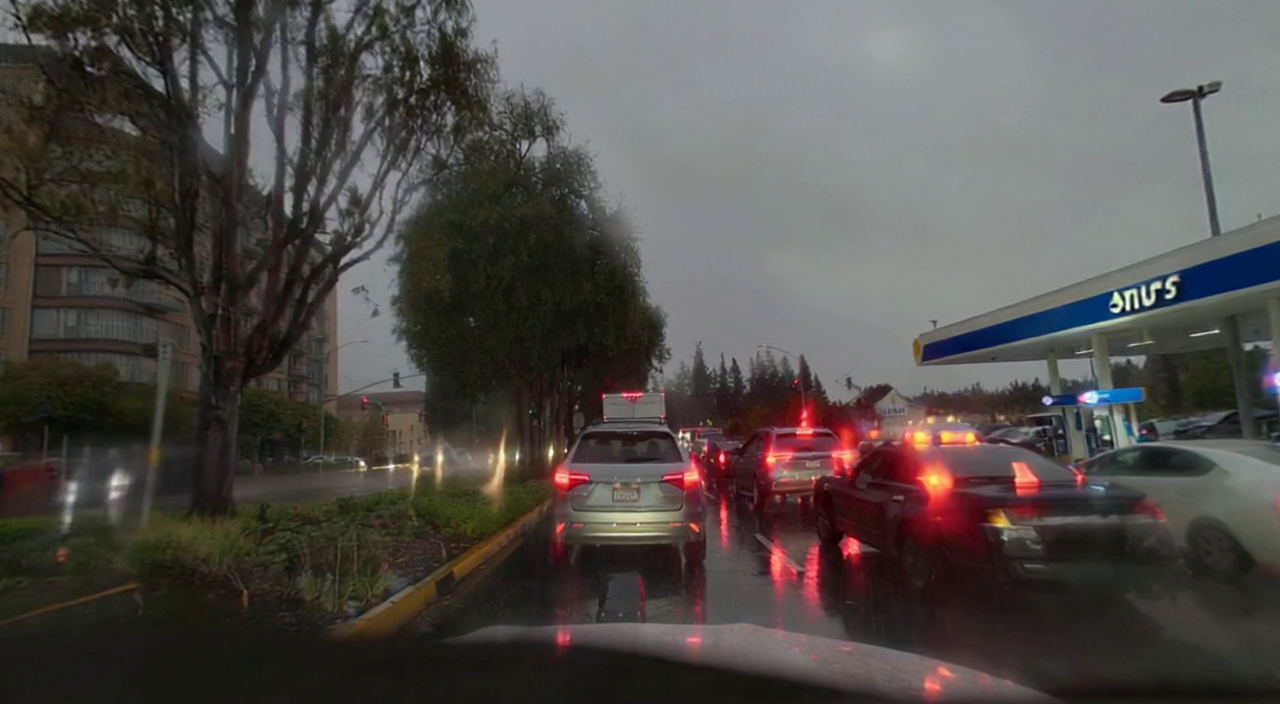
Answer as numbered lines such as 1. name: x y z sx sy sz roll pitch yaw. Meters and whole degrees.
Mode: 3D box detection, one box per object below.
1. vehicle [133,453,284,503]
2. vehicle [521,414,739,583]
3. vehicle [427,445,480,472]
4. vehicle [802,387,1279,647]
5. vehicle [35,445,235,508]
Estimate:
1. vehicle: -14.782 4.300 22.039 2.011 1.465 4.528 -1 -9 1
2. vehicle: -0.140 1.695 8.040 2.106 1.613 3.697 0 -9 -1
3. vehicle: -11.410 6.508 38.925 1.955 1.546 4.232 -1 -9 1
4. vehicle: 3.366 1.412 6.471 2.056 1.700 4.399 0 -9 -3
5. vehicle: -17.843 4.371 22.921 2.325 1.938 5.913 0 -9 0
